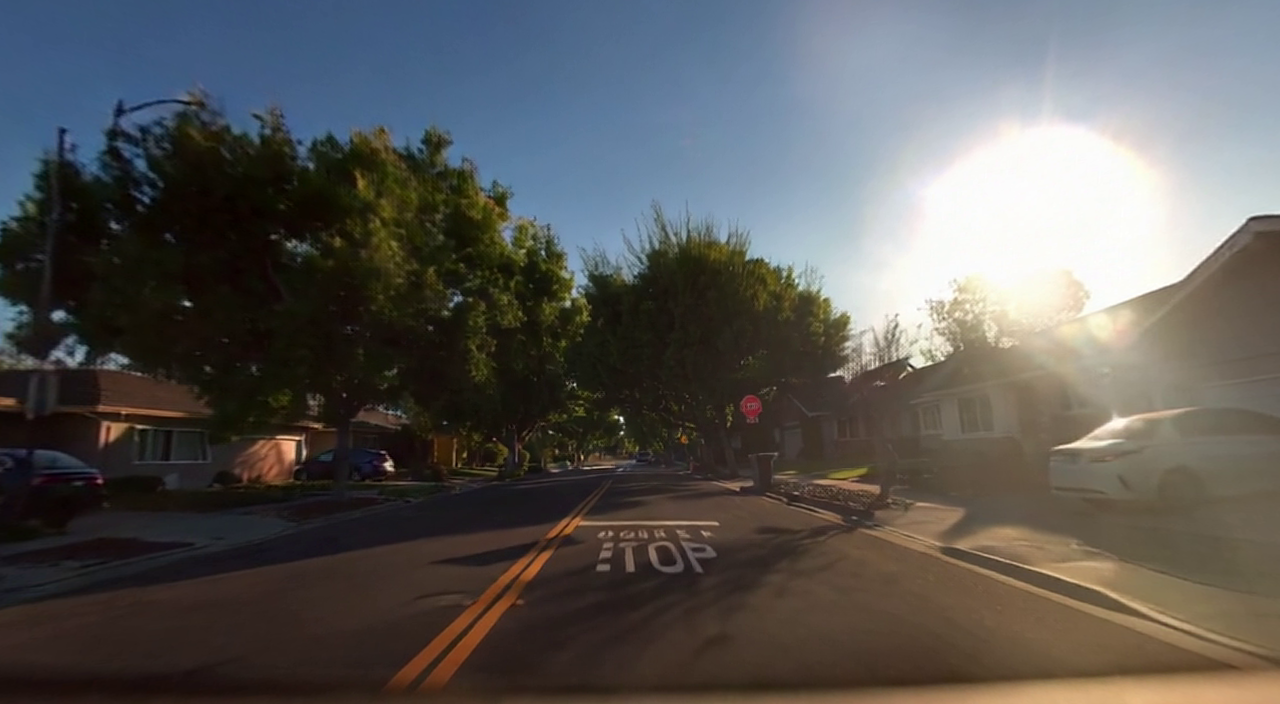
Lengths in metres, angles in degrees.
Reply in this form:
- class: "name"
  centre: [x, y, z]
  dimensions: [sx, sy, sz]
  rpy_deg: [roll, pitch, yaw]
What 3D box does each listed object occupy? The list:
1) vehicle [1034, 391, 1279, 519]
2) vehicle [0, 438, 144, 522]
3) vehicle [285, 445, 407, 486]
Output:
- class: "vehicle"
  centre: [9.854, 1.689, 10.539]
  dimensions: [5.234, 1.868, 2.014]
  rpy_deg: [1, -9, -4]
- class: "vehicle"
  centre: [-14.663, 2.939, 14.875]
  dimensions: [4.493, 1.776, 1.997]
  rpy_deg: [-1, -9, 9]
- class: "vehicle"
  centre: [-14.146, 5.472, 30.662]
  dimensions: [4.809, 1.865, 2.093]
  rpy_deg: [0, -9, -2]
